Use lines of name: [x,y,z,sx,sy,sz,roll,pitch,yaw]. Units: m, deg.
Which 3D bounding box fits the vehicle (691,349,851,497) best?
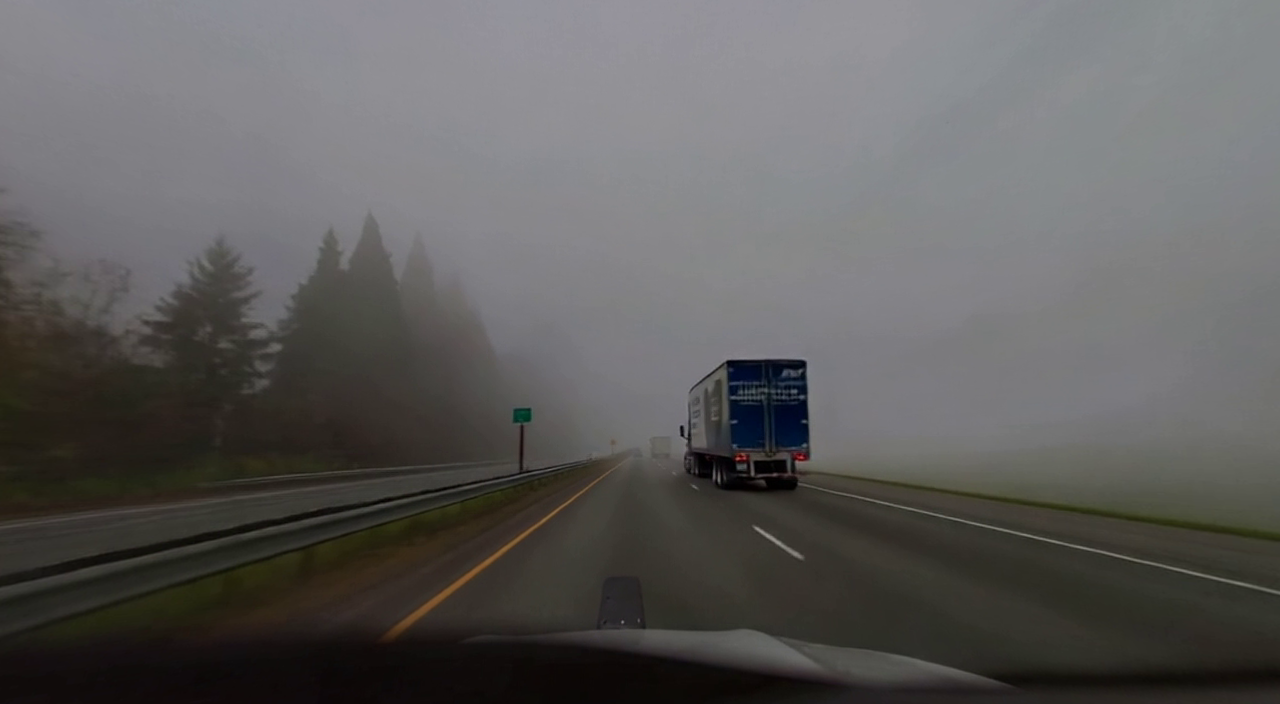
vehicle: [4.227,3.053,24.834,3.231,4.102,14.393,0,-9,0]
